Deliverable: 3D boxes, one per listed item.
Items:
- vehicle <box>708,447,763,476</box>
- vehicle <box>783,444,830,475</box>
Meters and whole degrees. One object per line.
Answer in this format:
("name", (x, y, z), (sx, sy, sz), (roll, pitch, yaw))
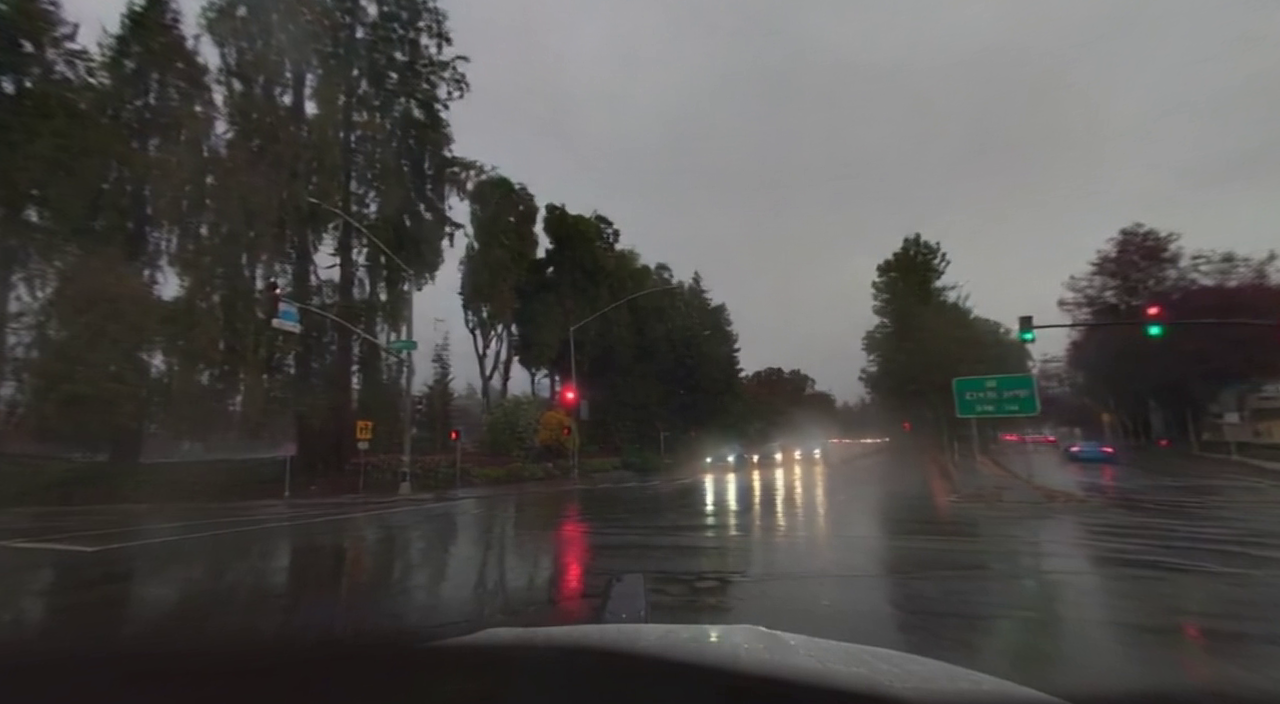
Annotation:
("vehicle", (5.405, 6.081, 35.191), (2.111, 1.499, 4.371), (-3, -9, 21))
("vehicle", (9.247, 5.876, 34.731), (1.920, 1.546, 4.086), (-4, -9, 22))
